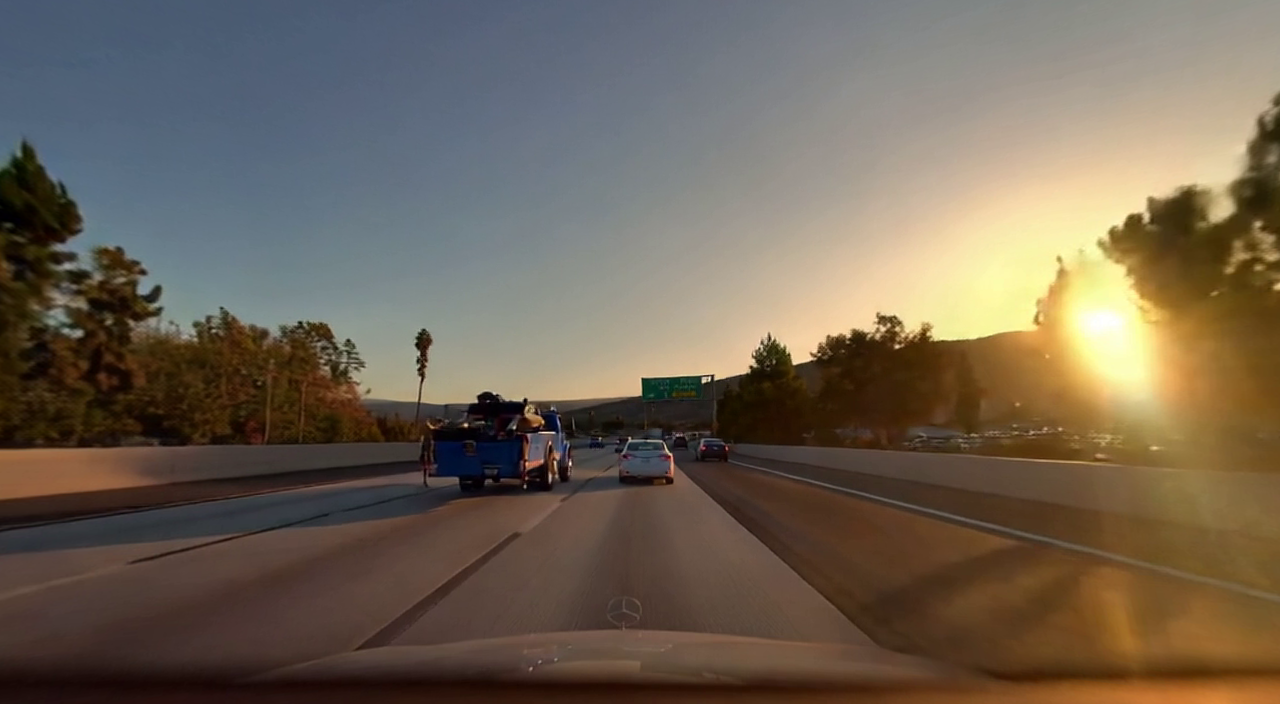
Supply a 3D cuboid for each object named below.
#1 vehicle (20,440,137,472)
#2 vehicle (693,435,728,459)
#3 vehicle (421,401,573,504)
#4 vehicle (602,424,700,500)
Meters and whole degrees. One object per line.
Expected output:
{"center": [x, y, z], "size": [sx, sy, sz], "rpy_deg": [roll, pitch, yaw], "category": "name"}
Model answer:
{"center": [-28.100, 5.193, 31.637], "size": [1.868, 1.492, 4.301], "rpy_deg": [0, -8, 1], "category": "vehicle"}
{"center": [5.175, 7.054, 46.750], "size": [2.079, 1.656, 4.506], "rpy_deg": [0, -8, 0], "category": "vehicle"}
{"center": [-3.305, 2.516, 16.024], "size": [2.526, 2.146, 5.594], "rpy_deg": [0, -8, 0], "category": "vehicle"}
{"center": [0.256, 2.768, 16.177], "size": [2.165, 1.653, 4.456], "rpy_deg": [0, -8, 0], "category": "vehicle"}
